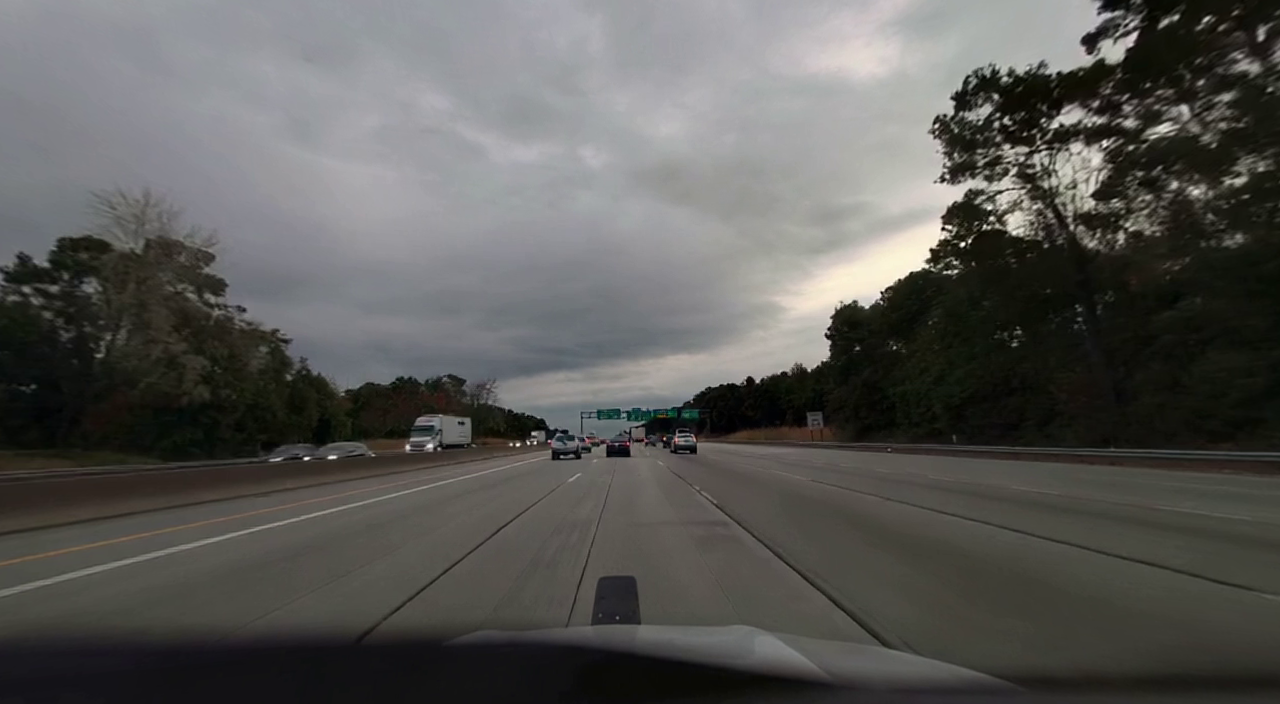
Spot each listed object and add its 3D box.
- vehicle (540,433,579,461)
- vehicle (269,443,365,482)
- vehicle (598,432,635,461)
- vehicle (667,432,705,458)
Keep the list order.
[{"bbox_3d":[-5.073,6.039,40.252,2.046,1.658,4.008,0,-8,-1],"label":"vehicle"},{"bbox_3d":[-13.722,4.667,27.009,1.858,1.485,4.334,0,-8,0],"label":"vehicle"},{"bbox_3d":[-1.397,5.708,38.235,2.119,1.629,3.946,0,-8,-1],"label":"vehicle"},{"bbox_3d":[3.043,6.220,42.316,2.066,1.673,4.225,0,-8,-2],"label":"vehicle"}]
